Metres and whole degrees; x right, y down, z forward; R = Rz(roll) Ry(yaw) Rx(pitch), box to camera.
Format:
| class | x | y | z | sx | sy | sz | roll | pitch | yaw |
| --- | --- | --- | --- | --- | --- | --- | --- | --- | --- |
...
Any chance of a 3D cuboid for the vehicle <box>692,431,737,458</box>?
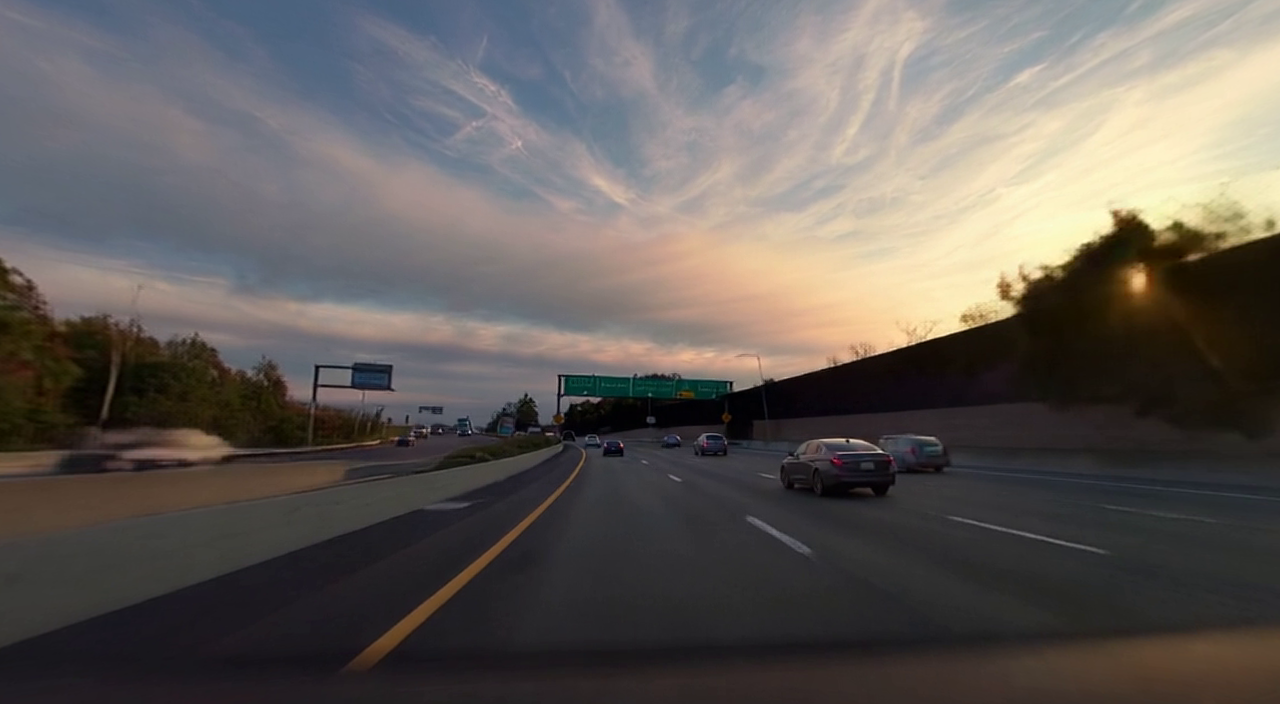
| class | x | y | z | sx | sy | sz | roll | pitch | yaw |
| --- | --- | --- | --- | --- | --- | --- | --- | --- | --- |
| vehicle | 4.803 | 6.024 | 41.195 | 2.094 | 1.652 | 3.955 | 1 | -9 | -5 |

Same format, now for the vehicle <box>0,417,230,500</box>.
| class | x | y | z | sx | sy | sz | roll | pitch | yaw |
| --- | --- | --- | --- | --- | --- | --- | --- | --- | --- |
| vehicle | -12.470 | 2.531 | 15.313 | 1.954 | 1.693 | 4.417 | 0 | -9 | 1 |

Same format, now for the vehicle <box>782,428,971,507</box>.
| class | x | y | z | sx | sy | sz | roll | pitch | yaw |
| --- | --- | --- | --- | --- | --- | --- | --- | --- | --- |
| vehicle | 5.090 | 2.562 | 14.526 | 2.196 | 1.494 | 4.735 | 1 | -9 | -5 |

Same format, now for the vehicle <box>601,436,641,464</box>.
| class | x | y | z | sx | sy | sz | roll | pitch | yaw |
| --- | --- | --- | --- | --- | --- | --- | --- | --- | --- |
| vehicle | -1.150 | 5.678 | 36.818 | 2.090 | 1.510 | 4.280 | 1 | -9 | -5 |
